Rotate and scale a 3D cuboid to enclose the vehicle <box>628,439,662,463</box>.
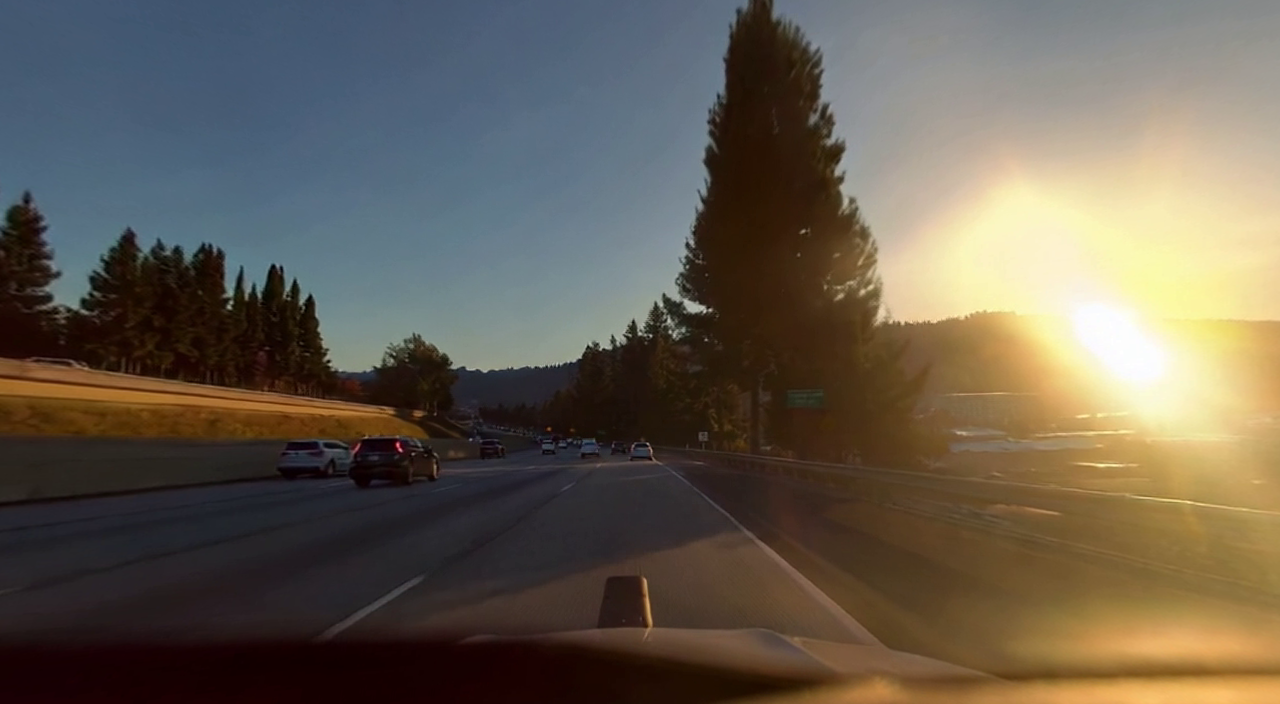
[{"bbox_3d":[0.261,6.521,41.355,2.060,1.465,3.974,0,-8,-2],"label":"vehicle"}]

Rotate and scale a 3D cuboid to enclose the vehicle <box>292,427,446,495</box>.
[{"bbox_3d":[-7.623,3.113,18.379,2.238,1.712,5.000,0,-8,0],"label":"vehicle"}]
